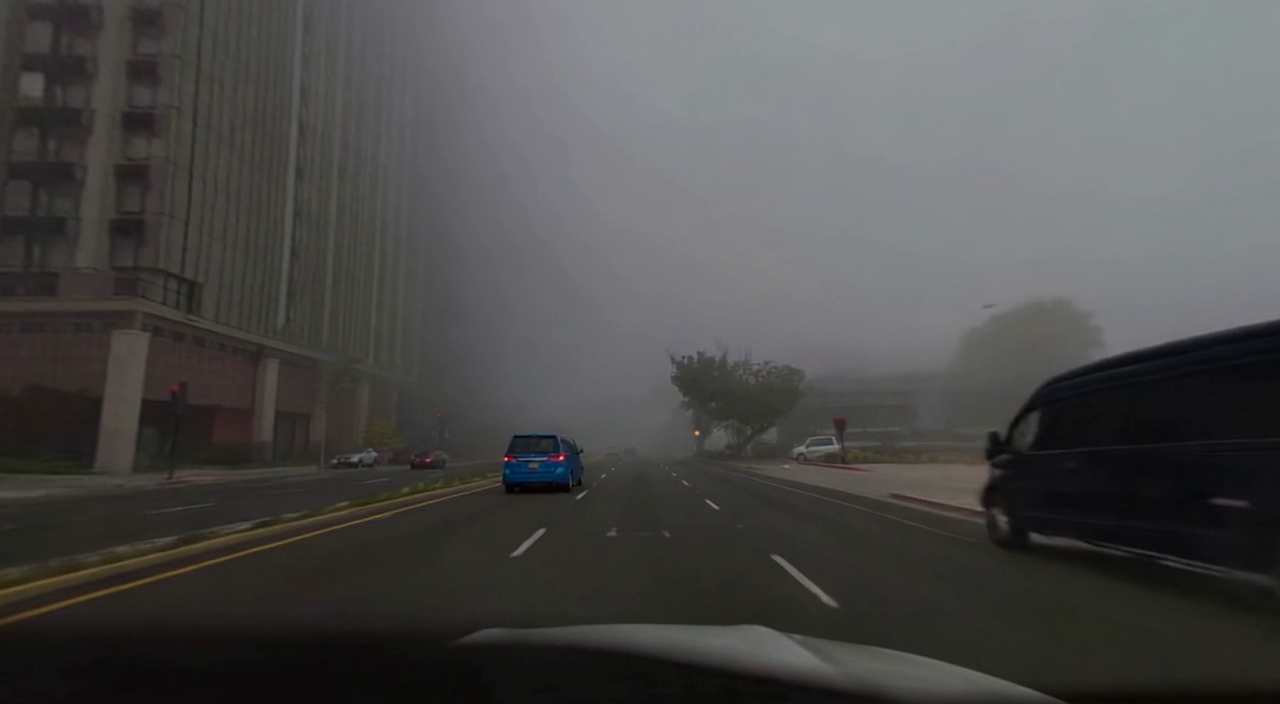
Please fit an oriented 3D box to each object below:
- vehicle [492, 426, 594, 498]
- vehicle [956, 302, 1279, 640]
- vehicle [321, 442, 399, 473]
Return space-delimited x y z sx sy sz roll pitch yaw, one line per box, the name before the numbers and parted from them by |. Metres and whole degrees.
vehicle | -2.481 2.929 17.089 2.080 1.722 3.766 0 -8 1
vehicle | 6.300 1.200 6.751 2.642 2.582 6.157 0 -8 1
vehicle | -14.492 5.486 32.853 1.909 1.490 4.531 0 -8 1
